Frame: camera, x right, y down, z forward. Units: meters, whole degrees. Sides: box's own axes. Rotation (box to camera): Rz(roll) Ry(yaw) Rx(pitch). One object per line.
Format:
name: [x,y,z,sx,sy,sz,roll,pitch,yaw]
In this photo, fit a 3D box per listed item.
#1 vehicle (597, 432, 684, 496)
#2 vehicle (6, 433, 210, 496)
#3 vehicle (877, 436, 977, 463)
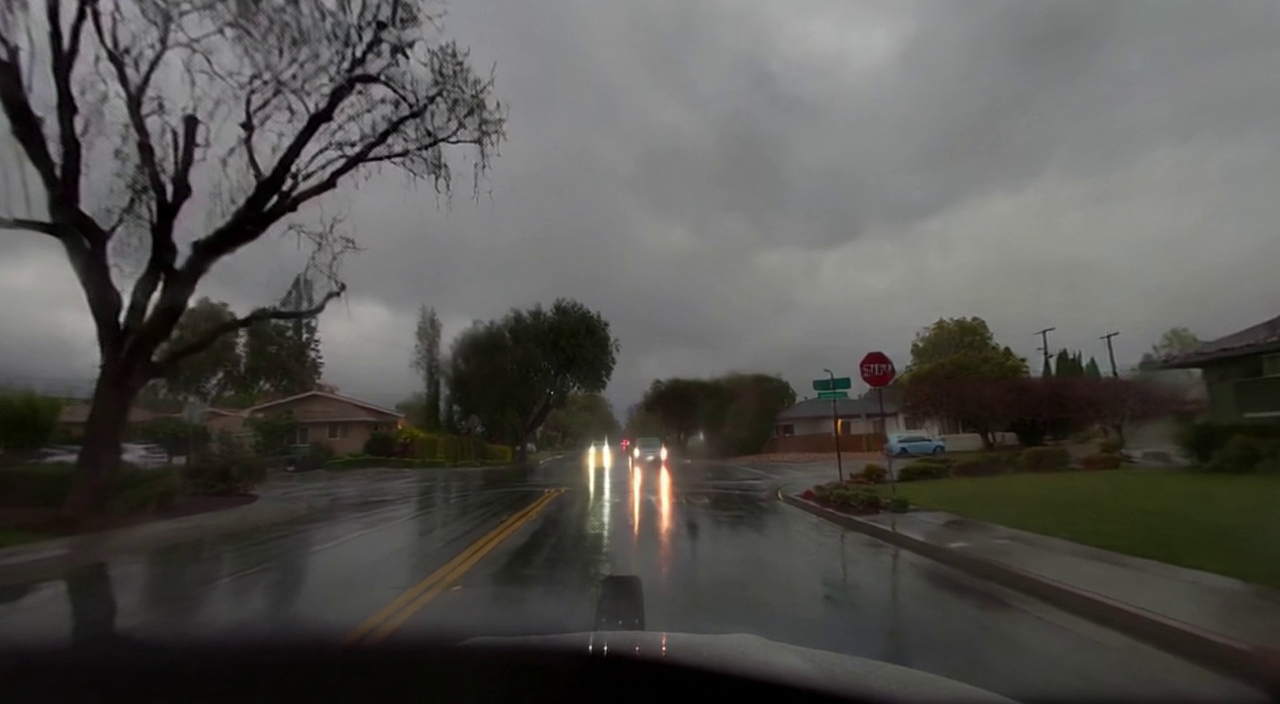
vehicle: [-0.056,2.968,17.012,2.043,1.484,4.340,0,-9,-2]
vehicle: [-20.951,4.460,25.052,5.796,1.946,2.391,-3,-10,-4]
vehicle: [16.501,5.606,36.338,4.748,1.488,2.029,1,-9,-4]
